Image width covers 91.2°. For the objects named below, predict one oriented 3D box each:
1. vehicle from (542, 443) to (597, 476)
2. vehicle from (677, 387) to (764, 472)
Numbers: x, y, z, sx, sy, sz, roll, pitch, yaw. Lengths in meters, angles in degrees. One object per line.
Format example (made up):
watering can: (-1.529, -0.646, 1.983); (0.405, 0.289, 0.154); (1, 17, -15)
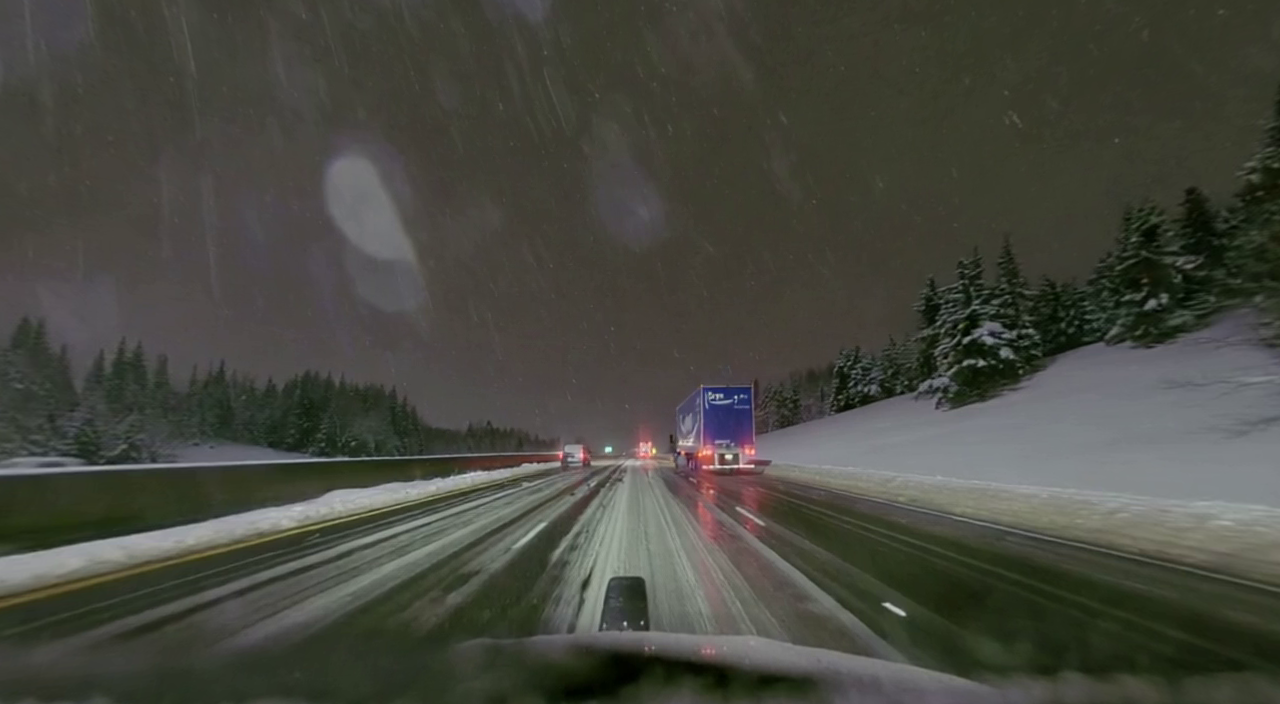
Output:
vehicle: (-3.528, 5.497, 32.335); (2.200, 1.562, 4.959); (0, -9, 1)
vehicle: (4.362, 4.962, 38.609); (2.928, 4.021, 17.190); (0, -8, -1)
